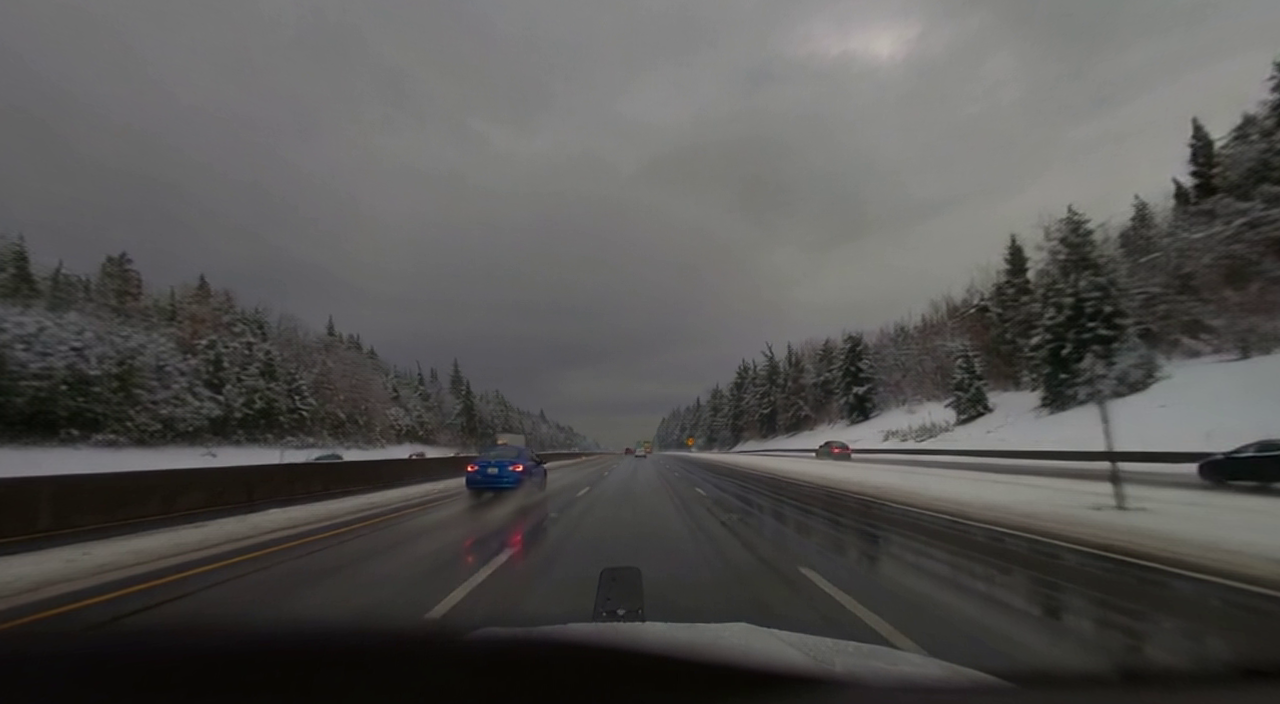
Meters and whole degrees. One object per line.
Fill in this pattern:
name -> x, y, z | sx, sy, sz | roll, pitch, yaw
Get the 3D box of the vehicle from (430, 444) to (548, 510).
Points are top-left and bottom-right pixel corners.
vehicle -> -3.687, 3.127, 16.299 | 1.873, 1.438, 4.546 | -1, -9, 1
